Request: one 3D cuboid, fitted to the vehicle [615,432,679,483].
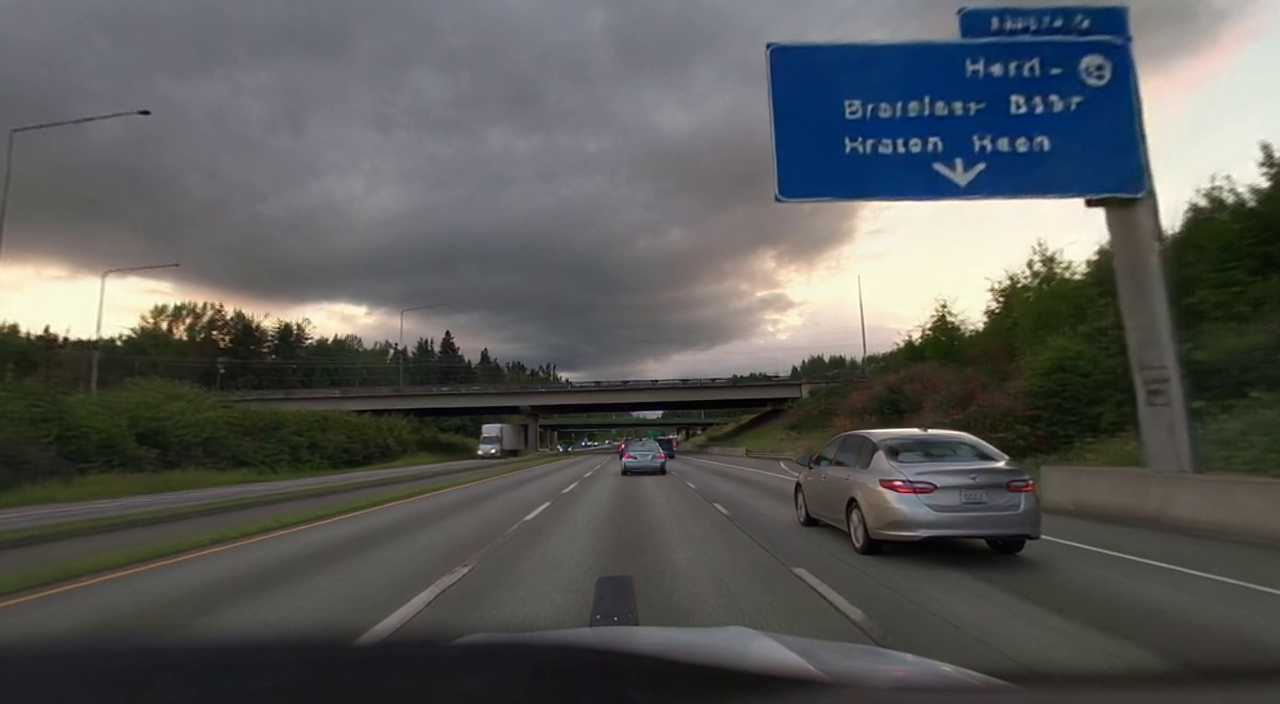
[{"bbox_3d":[0.162,3.763,22.687,2.092,1.636,4.024,0,-8,-2],"label":"vehicle"}]
